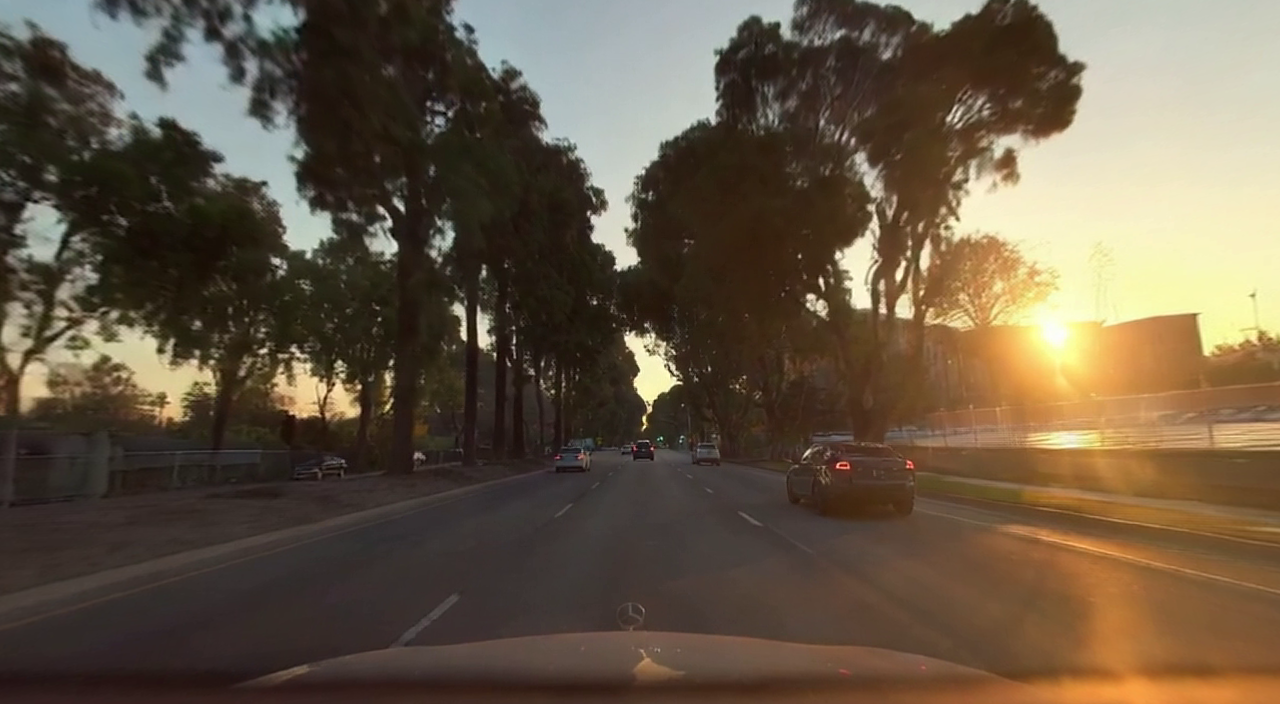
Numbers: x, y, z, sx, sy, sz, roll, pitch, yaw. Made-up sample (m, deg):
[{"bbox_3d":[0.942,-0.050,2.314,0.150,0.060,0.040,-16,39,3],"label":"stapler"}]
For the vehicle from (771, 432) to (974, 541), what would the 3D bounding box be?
[{"bbox_3d":[3.717,2.214,11.037,1.919,1.502,4.232,0,-9,0],"label":"vehicle"}]

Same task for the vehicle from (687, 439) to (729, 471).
[{"bbox_3d":[3.888,5.974,36.742,1.980,1.709,4.367,0,-9,0],"label":"vehicle"}]

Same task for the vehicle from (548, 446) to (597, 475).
[{"bbox_3d":[-3.378,5.529,32.316,2.013,1.354,3.908,0,-9,1],"label":"vehicle"}]

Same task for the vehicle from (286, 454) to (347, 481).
[{"bbox_3d":[-22.455,7.989,43.921,1.959,1.733,4.681,1,-9,-3],"label":"vehicle"}]
